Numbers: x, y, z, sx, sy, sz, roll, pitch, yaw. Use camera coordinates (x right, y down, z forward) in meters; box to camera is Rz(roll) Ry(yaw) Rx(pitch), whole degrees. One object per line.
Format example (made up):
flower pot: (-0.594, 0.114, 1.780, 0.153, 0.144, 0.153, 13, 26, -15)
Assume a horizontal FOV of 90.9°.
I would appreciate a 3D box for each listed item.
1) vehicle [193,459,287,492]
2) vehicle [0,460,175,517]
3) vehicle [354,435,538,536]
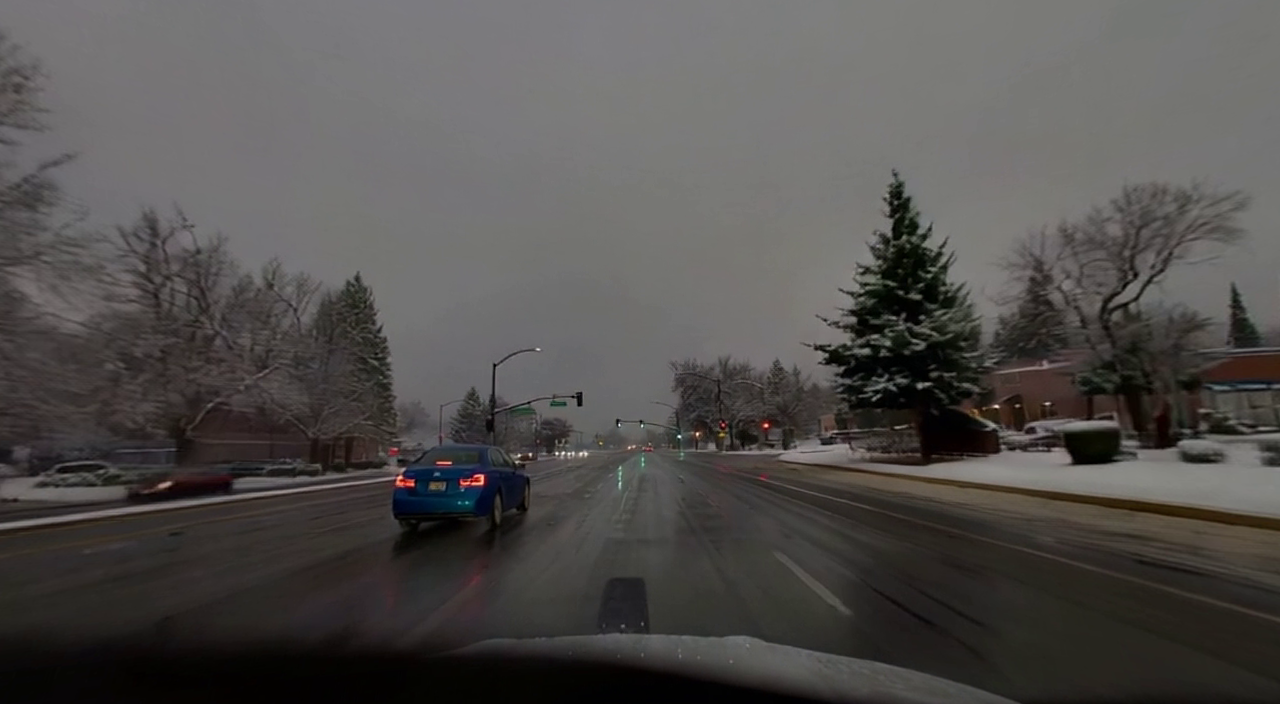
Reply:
vehicle: (-21.108, 6.514, 33.563, 1.842, 1.507, 4.846, 0, -9, 0)
vehicle: (-17.339, 4.219, 19.940, 1.826, 1.490, 4.407, 0, -9, 1)
vehicle: (-3.246, 2.328, 11.627, 1.924, 1.480, 4.421, 0, -9, 1)
